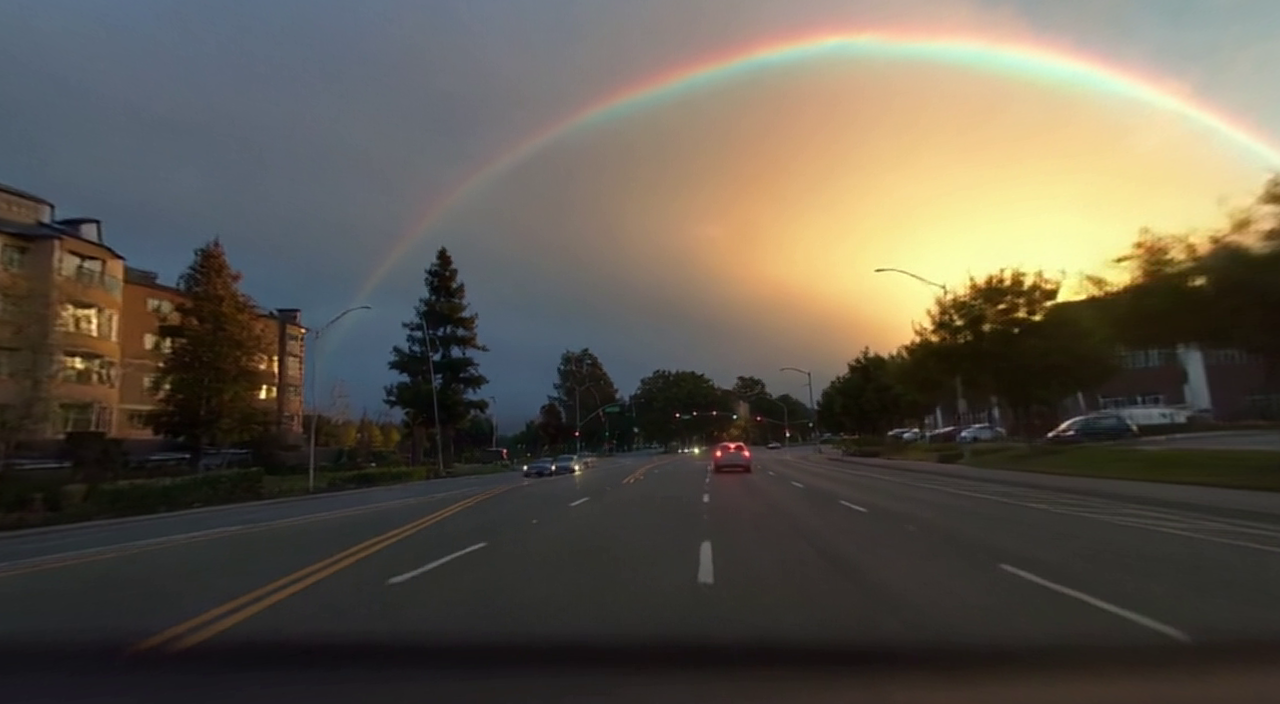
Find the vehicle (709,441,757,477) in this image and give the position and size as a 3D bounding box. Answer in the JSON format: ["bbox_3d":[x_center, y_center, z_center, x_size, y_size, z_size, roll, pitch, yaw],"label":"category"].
[{"bbox_3d":[4.646,5.425,32.133,2.181,1.639,4.127,-1,-9,6],"label":"vehicle"}]

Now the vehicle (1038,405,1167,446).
[{"bbox_3d":[22.215,3.583,30.518,4.359,1.849,2.152,-1,-9,6],"label":"vehicle"}]
